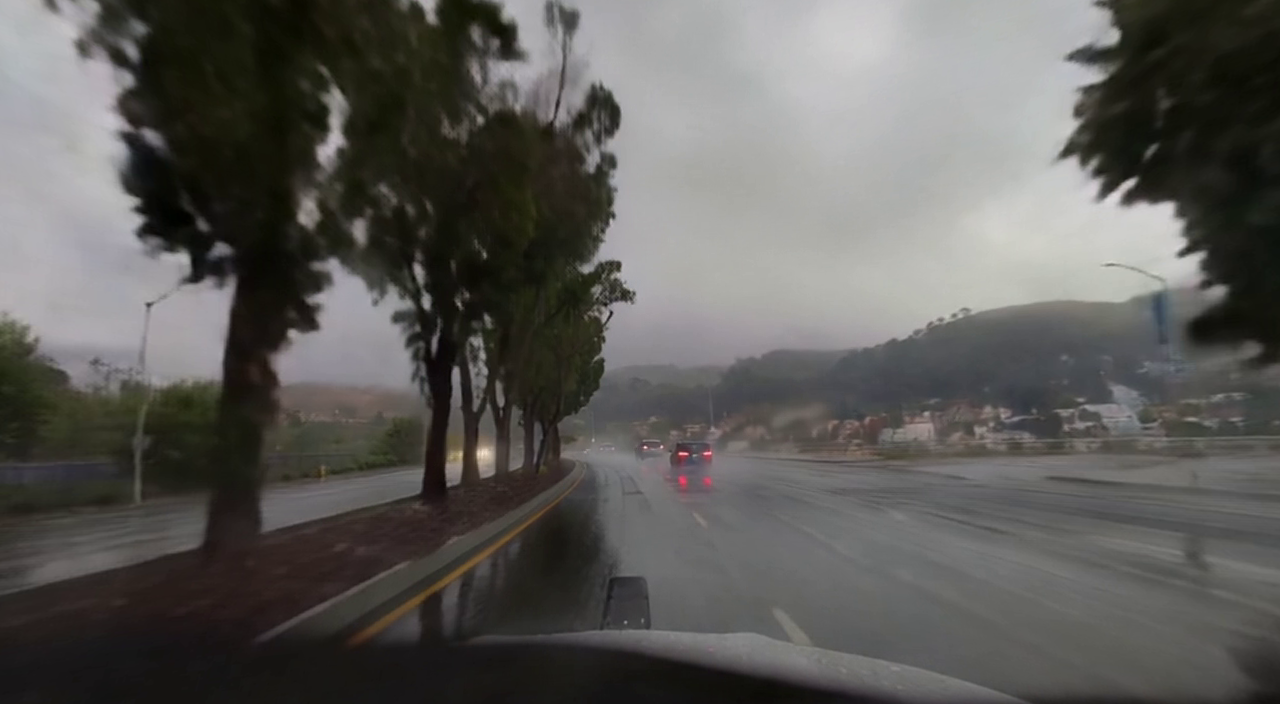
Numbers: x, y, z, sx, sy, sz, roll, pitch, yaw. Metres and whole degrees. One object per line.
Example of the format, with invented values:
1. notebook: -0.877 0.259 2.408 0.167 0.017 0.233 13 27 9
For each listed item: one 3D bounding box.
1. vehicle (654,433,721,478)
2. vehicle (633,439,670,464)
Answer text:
1. vehicle: 1.945 4.458 27.347 2.253 1.756 4.313 0 -8 -4
2. vehicle: 0.798 7.598 48.163 2.210 1.788 4.293 1 -9 -8
